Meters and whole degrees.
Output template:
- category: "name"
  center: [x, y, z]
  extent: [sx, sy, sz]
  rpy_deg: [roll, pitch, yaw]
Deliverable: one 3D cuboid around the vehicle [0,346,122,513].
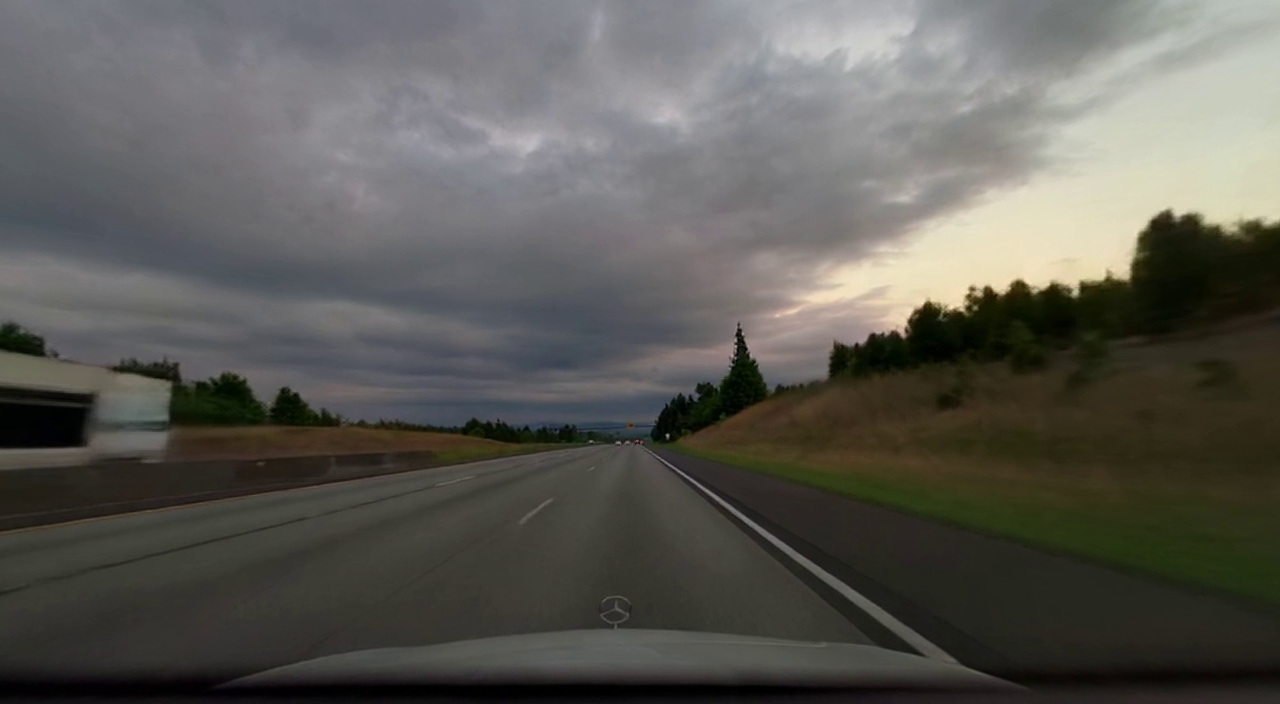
- category: "vehicle"
  center: [-17.341, 1.848, 15.062]
  extent: [3.011, 4.097, 8.046]
  rpy_deg: [0, -8, -1]
